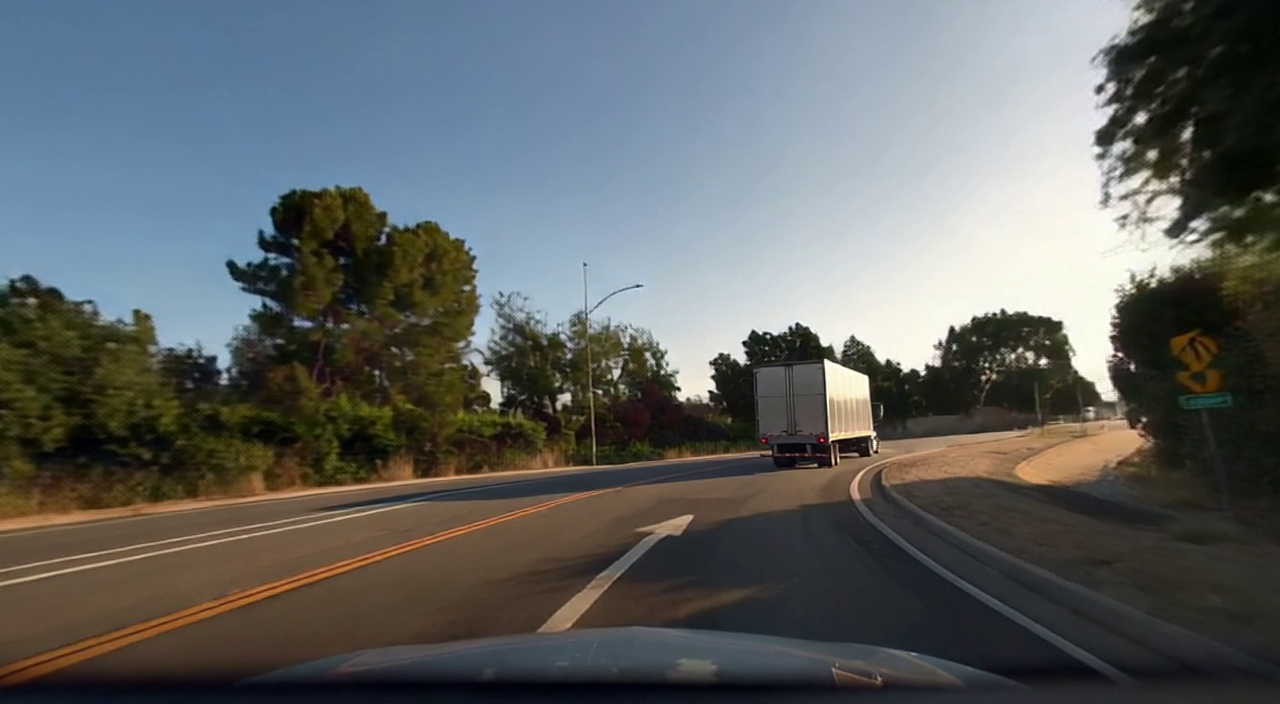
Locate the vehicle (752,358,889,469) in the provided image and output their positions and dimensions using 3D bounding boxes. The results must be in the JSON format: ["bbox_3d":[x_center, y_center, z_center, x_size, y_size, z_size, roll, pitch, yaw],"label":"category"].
[{"bbox_3d":[7.953,2.734,26.376,2.837,3.712,10.484,-5,-9,30],"label":"vehicle"}]
